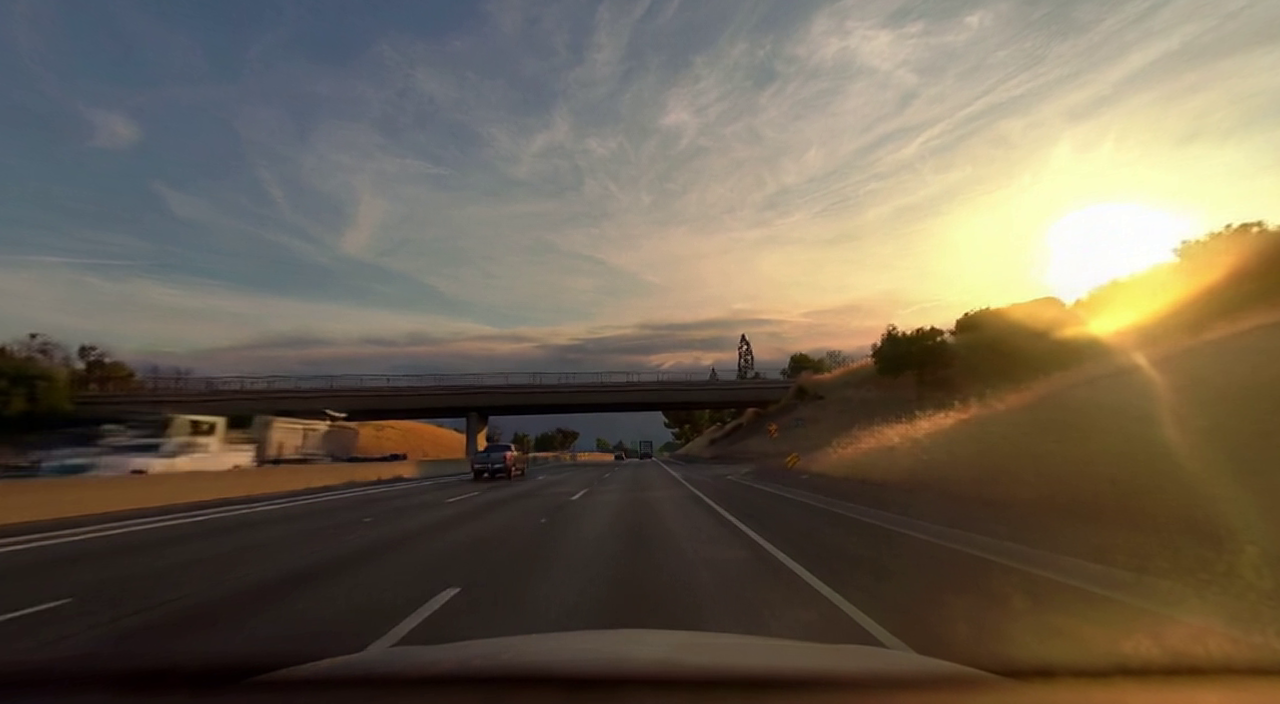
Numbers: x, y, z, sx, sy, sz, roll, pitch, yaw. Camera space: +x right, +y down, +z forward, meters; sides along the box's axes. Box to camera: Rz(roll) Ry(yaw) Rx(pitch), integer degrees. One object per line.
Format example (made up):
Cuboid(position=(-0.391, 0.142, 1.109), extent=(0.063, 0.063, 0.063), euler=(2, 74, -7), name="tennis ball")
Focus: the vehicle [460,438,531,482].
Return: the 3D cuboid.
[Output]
Cuboid(position=(-6.915, 5.237, 30.812), extent=(2.232, 1.947, 5.180), euler=(0, -9, 0), name="vehicle")
